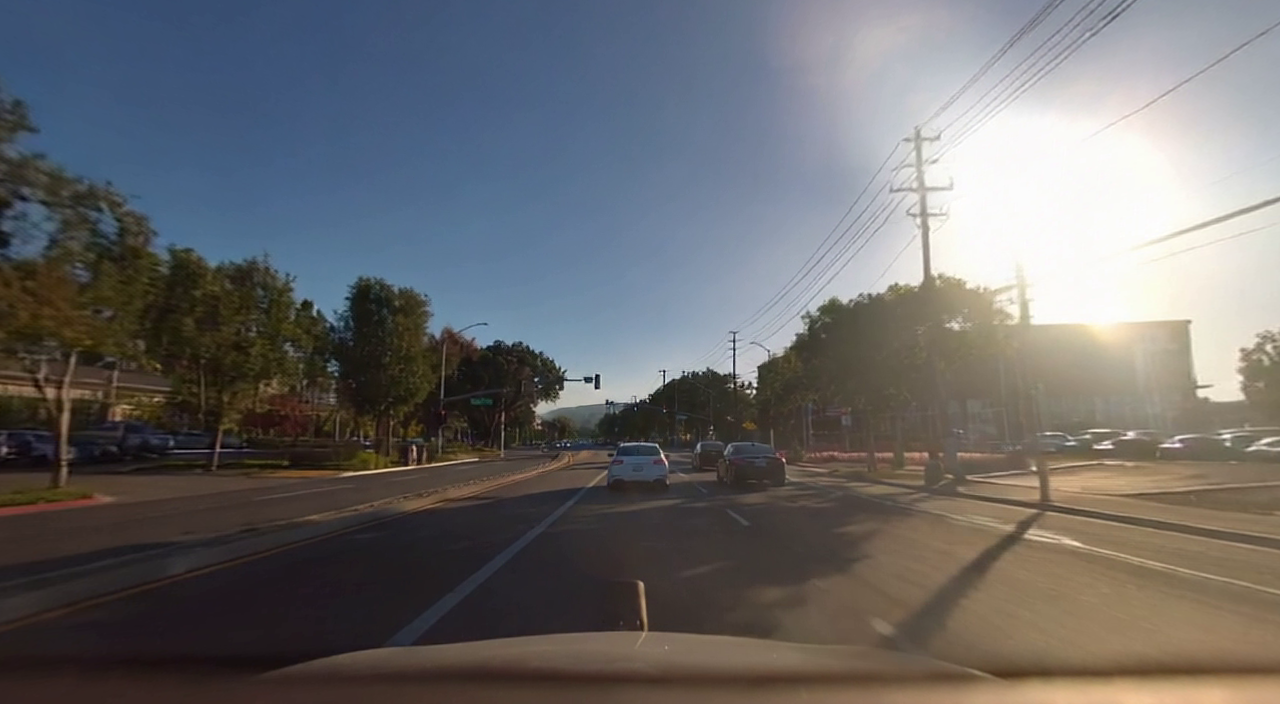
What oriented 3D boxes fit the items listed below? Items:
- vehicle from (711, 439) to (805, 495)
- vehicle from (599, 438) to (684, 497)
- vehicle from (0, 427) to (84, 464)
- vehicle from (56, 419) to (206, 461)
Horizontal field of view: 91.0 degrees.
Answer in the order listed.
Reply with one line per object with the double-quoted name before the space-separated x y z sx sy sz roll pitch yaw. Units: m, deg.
"vehicle" 3.373 3.361 18.785 1.985 1.489 4.036 0 -9 -1
"vehicle" 0.009 3.226 17.921 2.144 1.473 4.028 0 -8 -1
"vehicle" -28.364 4.258 28.571 1.908 1.553 4.979 1 -9 -4
"vehicle" -28.978 5.113 36.351 2.878 2.172 7.057 0 -9 -2
